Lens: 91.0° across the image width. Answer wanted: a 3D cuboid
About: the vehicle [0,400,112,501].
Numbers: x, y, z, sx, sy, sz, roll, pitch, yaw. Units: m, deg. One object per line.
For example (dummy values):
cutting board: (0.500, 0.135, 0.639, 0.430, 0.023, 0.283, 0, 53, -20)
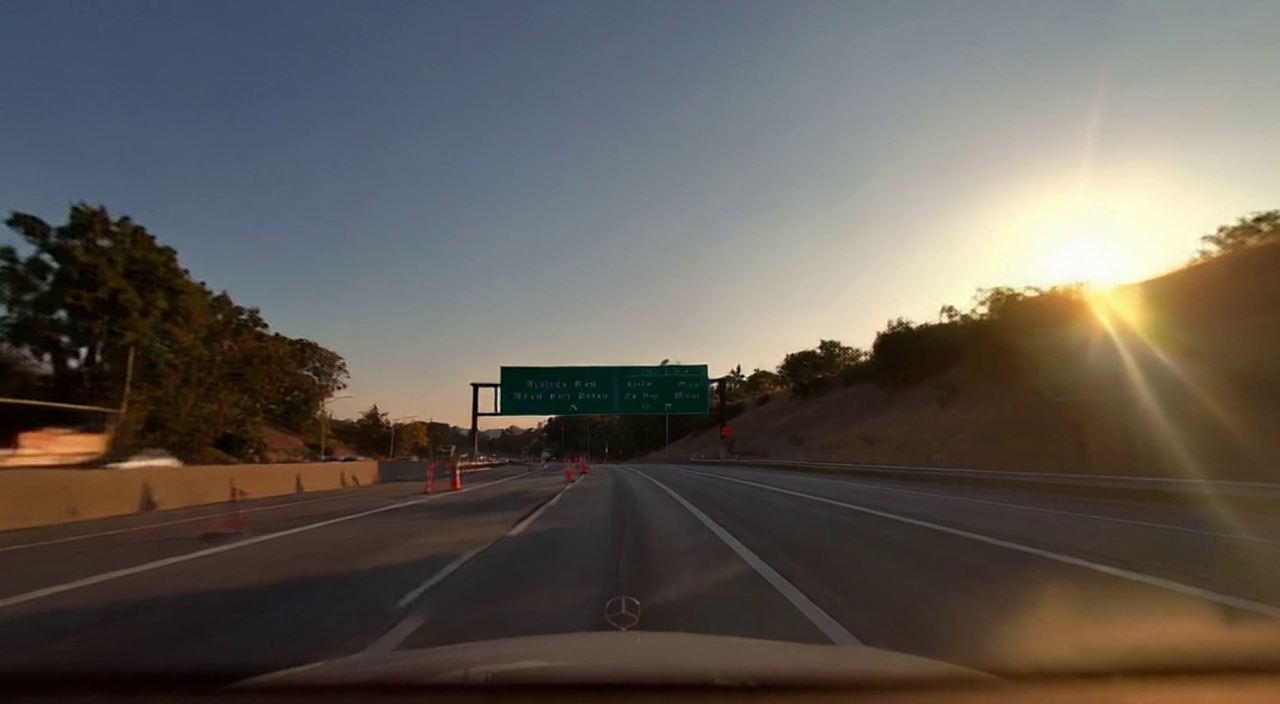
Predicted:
vehicle: (-17.261, 2.314, 15.051, 2.750, 2.474, 7.300, 1, -11, 1)
